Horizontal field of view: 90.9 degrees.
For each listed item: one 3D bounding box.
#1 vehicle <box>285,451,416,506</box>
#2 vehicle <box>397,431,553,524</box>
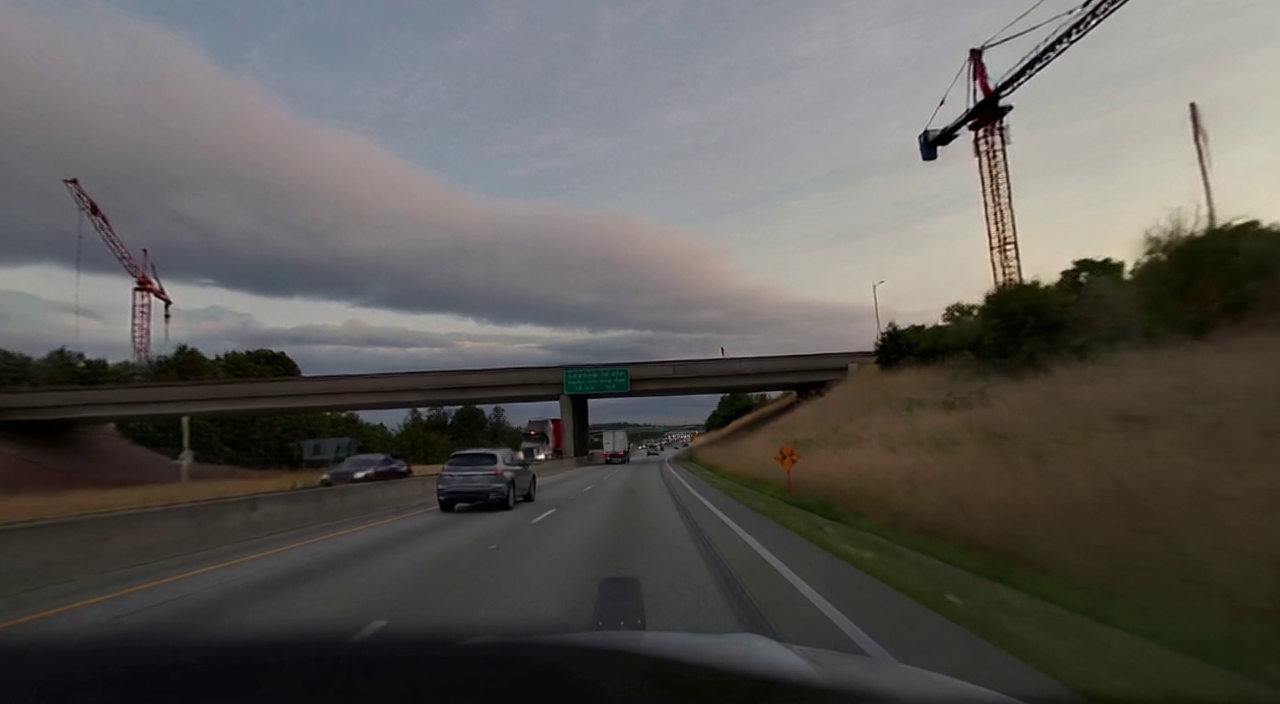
[{"bbox_3d":[-8.636,3.771,19.262,2.136,1.452,4.117,0,-9,-2],"label":"vehicle"},{"bbox_3d":[-3.280,2.598,13.490,2.194,1.648,3.984,0,-9,1],"label":"vehicle"}]
